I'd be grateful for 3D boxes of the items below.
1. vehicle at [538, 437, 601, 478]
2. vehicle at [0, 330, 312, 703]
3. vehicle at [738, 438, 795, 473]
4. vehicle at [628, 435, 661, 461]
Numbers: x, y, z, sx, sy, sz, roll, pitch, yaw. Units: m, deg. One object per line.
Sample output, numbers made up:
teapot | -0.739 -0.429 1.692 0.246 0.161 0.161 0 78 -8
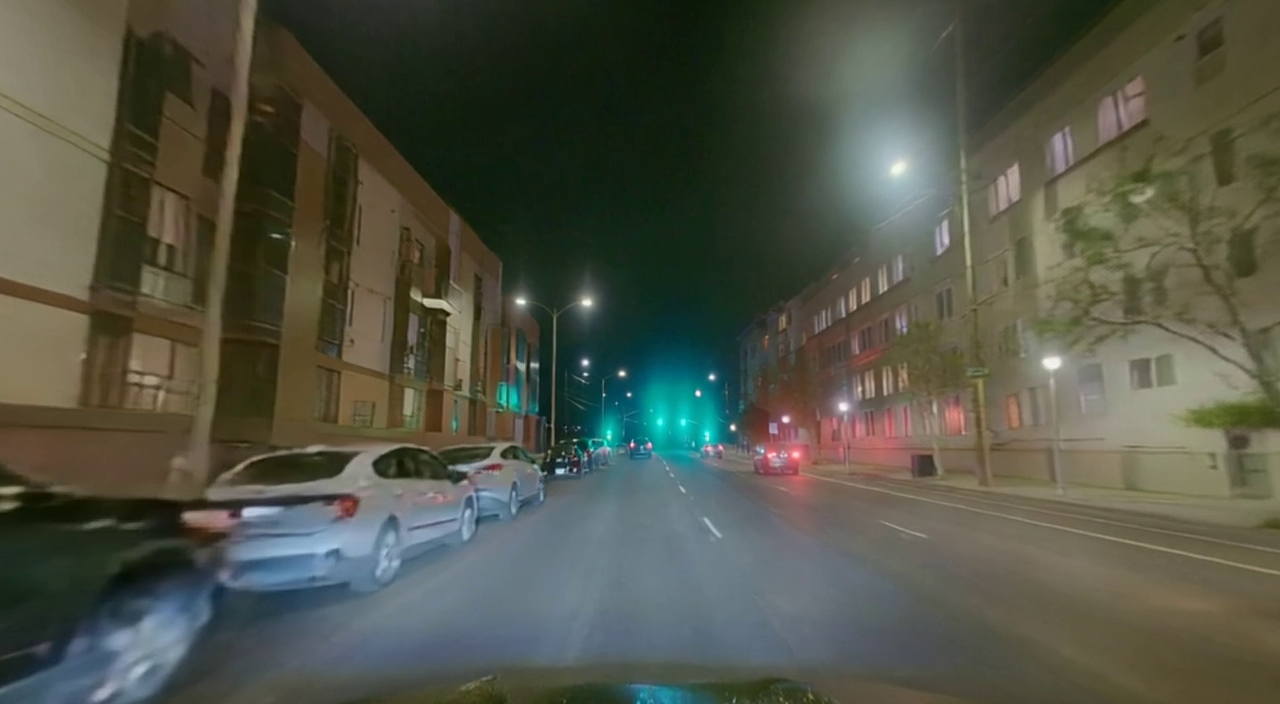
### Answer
vehicle | -2.705 4.151 25.149 1.843 1.482 4.310 -1 -8 3
vehicle | -3.204 0.723 1.707 2.199 1.676 4.486 0 -8 0
vehicle | 5.637 4.647 28.429 1.799 1.463 3.464 0 -8 -1
vehicle | 0.298 6.494 42.845 2.122 1.689 3.885 0 -8 1
